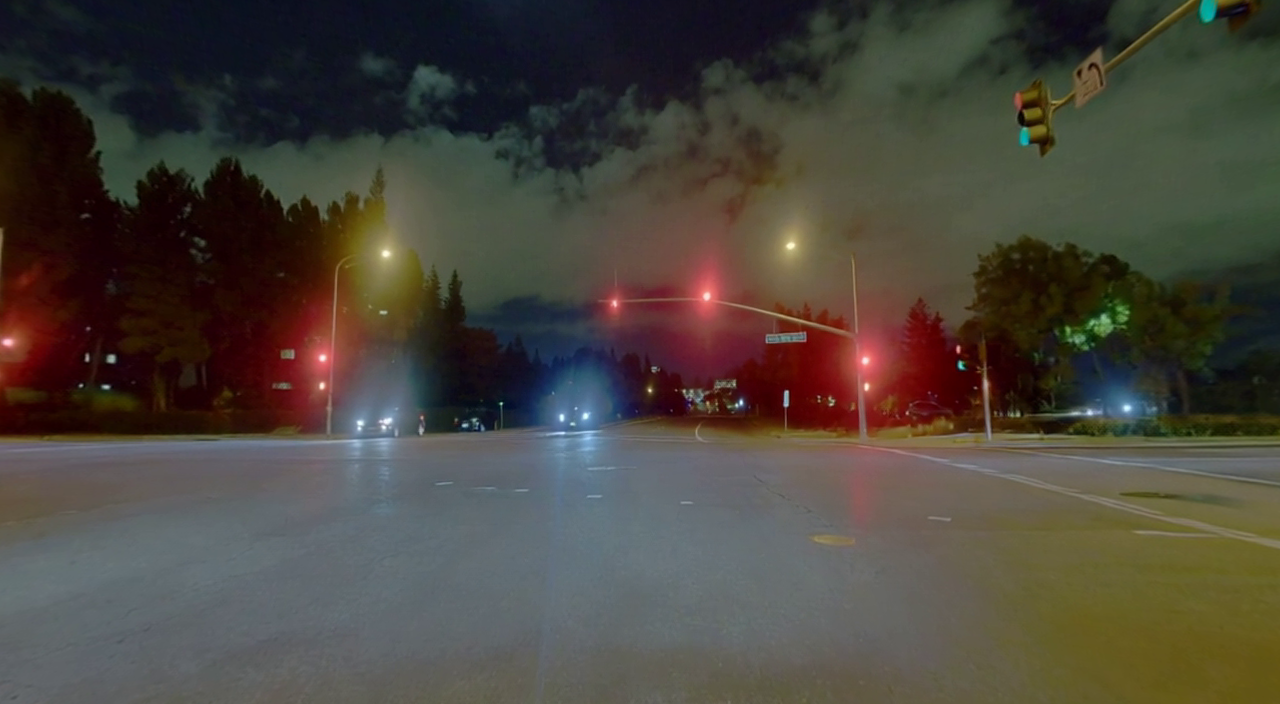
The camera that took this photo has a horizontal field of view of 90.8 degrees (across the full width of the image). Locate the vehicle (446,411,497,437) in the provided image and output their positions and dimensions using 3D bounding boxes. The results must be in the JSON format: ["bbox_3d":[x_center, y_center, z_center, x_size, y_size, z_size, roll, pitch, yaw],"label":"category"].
[{"bbox_3d":[-11.029,4.792,41.751,1.899,1.510,4.294,-1,-9,4],"label":"vehicle"}]

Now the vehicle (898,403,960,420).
[{"bbox_3d":[22.296,4.636,48.867,3.933,1.219,1.700,0,-9,4],"label":"vehicle"}]

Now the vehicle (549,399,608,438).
[{"bbox_3d":[-3.220,3.708,34.484,2.306,1.907,5.382,-1,-9,4],"label":"vehicle"}]

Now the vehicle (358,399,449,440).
[{"bbox_3d":[-12.309,3.643,33.328,2.340,1.902,4.920,-1,-9,8],"label":"vehicle"}]
